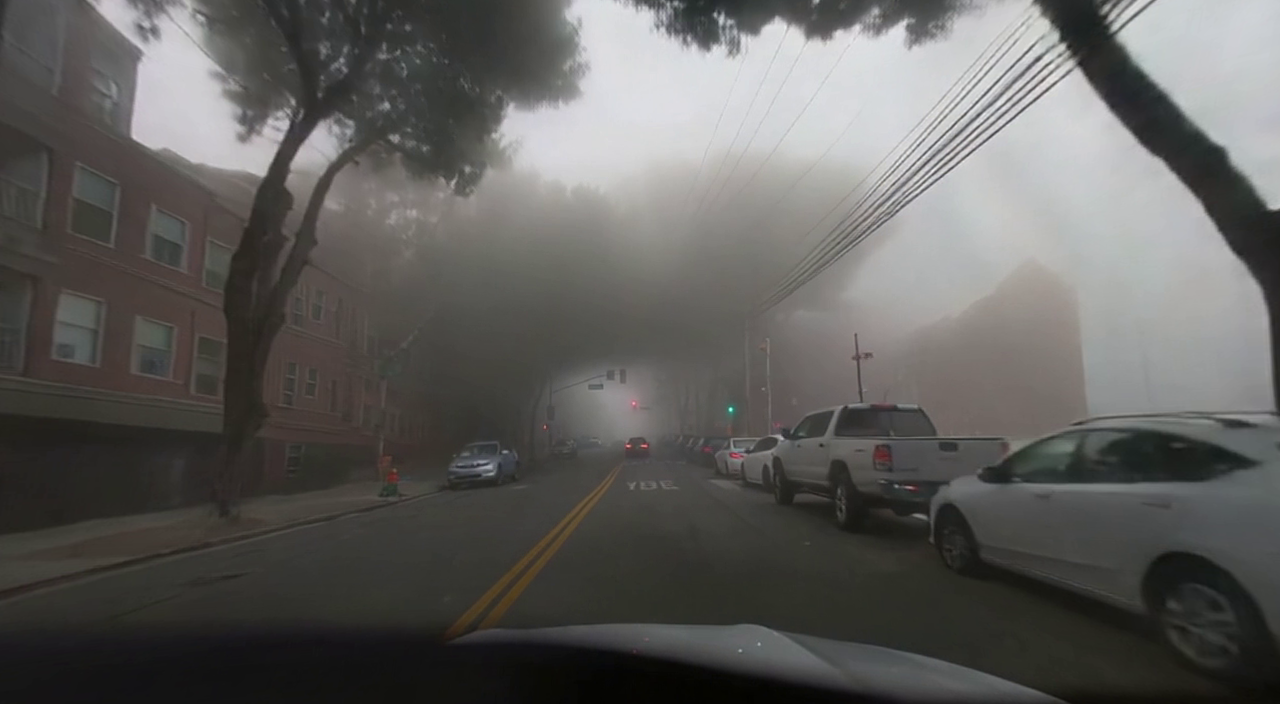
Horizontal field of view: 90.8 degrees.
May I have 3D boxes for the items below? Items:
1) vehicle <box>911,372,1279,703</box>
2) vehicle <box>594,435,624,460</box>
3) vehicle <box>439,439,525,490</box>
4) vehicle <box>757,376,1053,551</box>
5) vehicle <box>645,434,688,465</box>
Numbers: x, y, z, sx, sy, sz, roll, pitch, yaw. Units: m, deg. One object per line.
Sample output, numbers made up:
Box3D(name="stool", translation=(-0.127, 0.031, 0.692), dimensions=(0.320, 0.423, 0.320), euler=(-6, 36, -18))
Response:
Box3D(name="vehicle", translation=(3.951, 1.164, 4.772), dimensions=(1.871, 1.603, 4.161), euler=(0, -8, -1))
Box3D(name="vehicle", translation=(-2.266, 7.089, 46.923), dimensions=(1.979, 1.723, 3.849), euler=(0, -8, 1))
Box3D(name="vehicle", translation=(-5.913, 4.248, 24.268), dimensions=(2.013, 1.772, 4.439), euler=(-1, -8, 2))
Box3D(name="vehicle", translation=(3.641, 1.725, 10.369), dimensions=(2.356, 2.043, 5.791), euler=(0, -8, 0))
Box3D(name="vehicle", translation=(1.572, 5.585, 36.197), dimensions=(2.111, 1.619, 4.077), euler=(-1, -9, 7))
